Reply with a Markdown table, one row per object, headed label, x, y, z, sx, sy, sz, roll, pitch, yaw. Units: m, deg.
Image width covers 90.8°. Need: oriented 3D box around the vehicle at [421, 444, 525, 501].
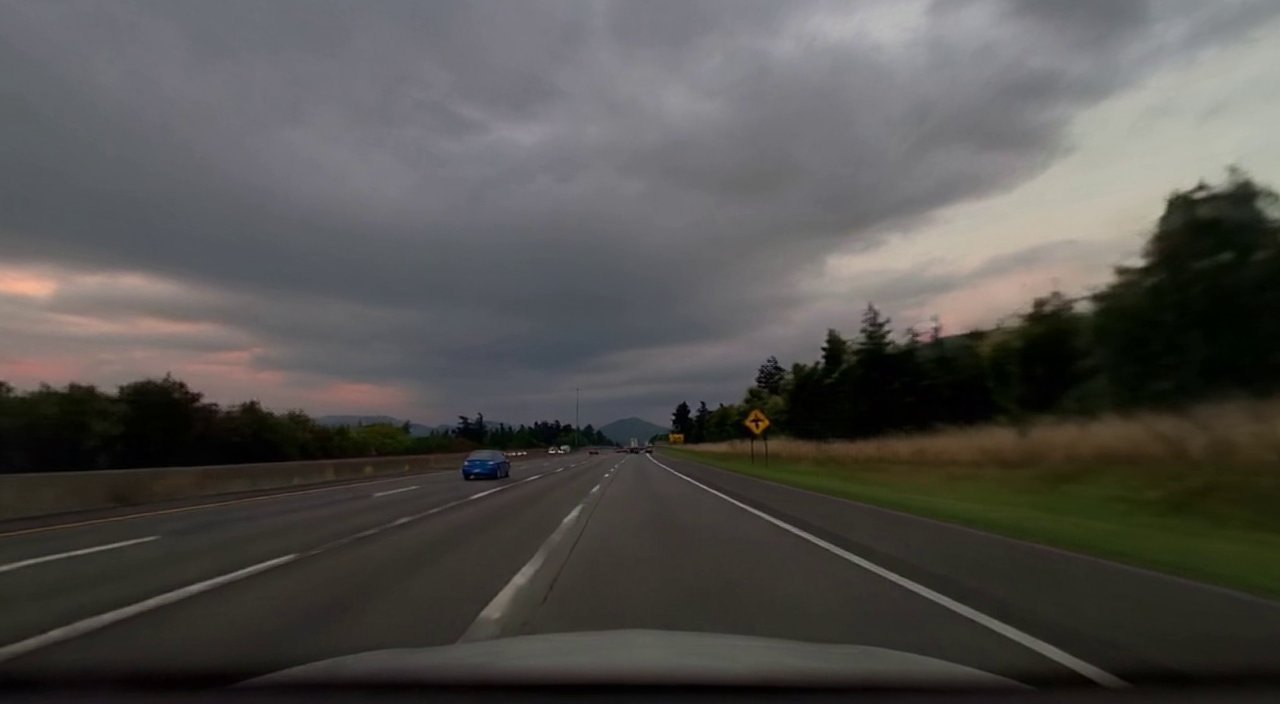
| label | x | y | z | sx | sy | sz | roll | pitch | yaw |
| --- | --- | --- | --- | --- | --- | --- | --- | --- | --- |
| vehicle | -4.976 | 3.640 | 19.428 | 2.121 | 1.537 | 3.852 | 0 | -9 | 0 |
